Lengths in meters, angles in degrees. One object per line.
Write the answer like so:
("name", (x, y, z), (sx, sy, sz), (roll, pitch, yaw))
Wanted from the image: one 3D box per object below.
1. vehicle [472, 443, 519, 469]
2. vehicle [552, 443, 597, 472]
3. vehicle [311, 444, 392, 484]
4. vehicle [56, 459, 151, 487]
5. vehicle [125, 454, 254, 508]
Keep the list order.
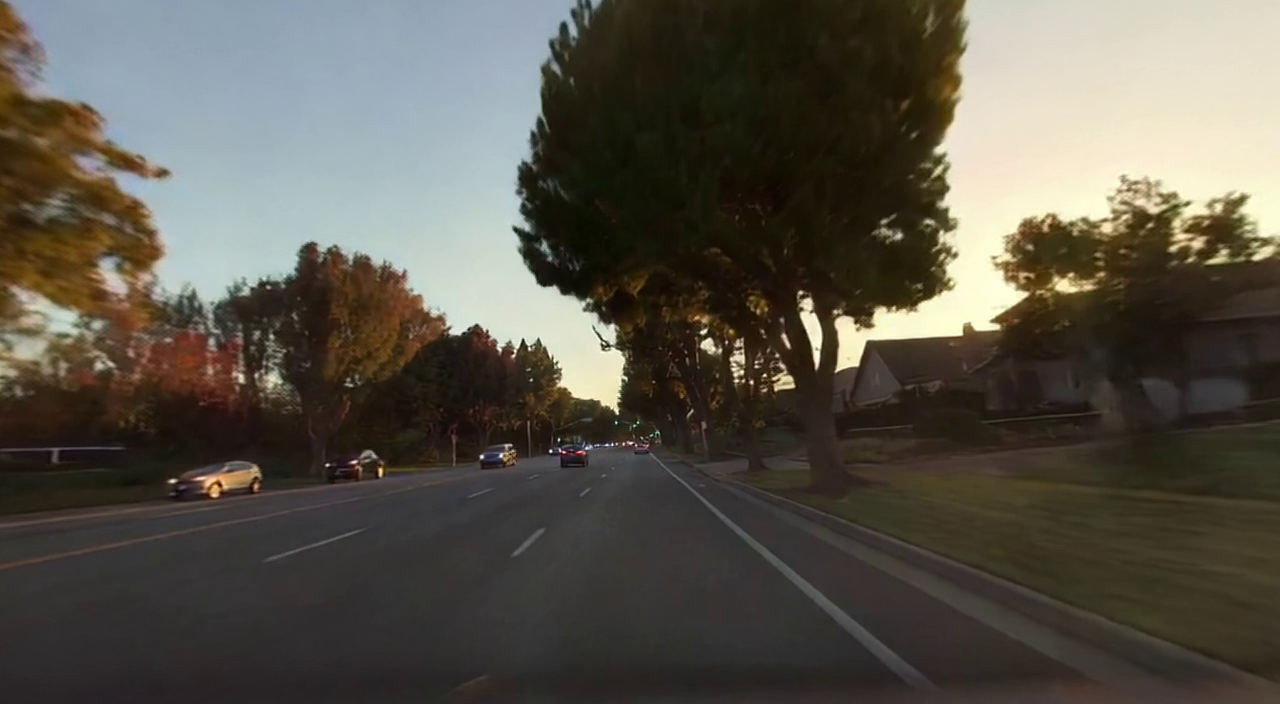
("vehicle", (-10.147, 7.330, 44.722), (2.168, 1.703, 4.753), (0, -8, 1))
("vehicle", (-3.494, 5.699, 34.441), (1.992, 1.447, 4.044), (0, -8, 0))
("vehicle", (-17.444, 6.752, 38.530), (2.255, 1.987, 5.723), (-4, -7, 1))
("vehicle", (-29.854, 6.710, 35.185), (4.066, 1.437, 1.955), (-3, -8, 15))
("vehicle", (-17.518, 4.980, 24.889), (1.948, 1.602, 4.544), (-4, -7, -3))
